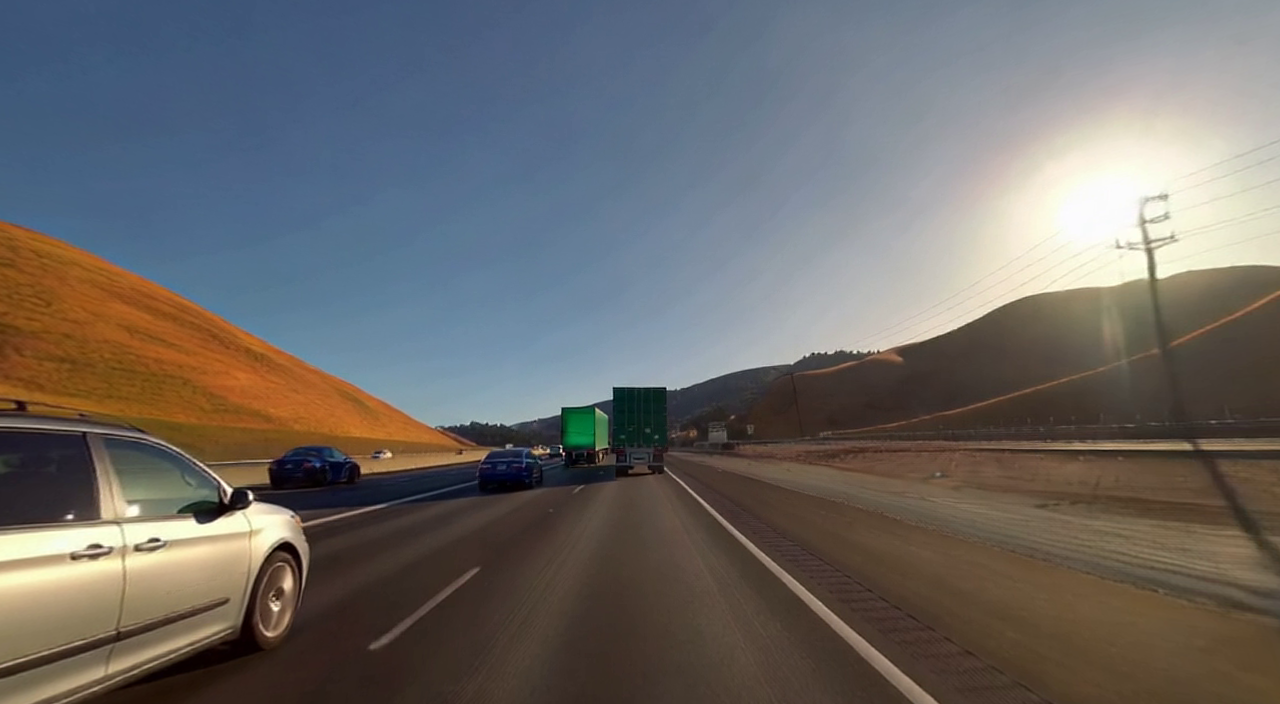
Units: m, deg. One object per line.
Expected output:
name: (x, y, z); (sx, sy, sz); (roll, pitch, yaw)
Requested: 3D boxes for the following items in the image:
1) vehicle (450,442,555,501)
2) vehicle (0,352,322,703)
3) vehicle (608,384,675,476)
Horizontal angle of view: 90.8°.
vehicle: (-3.699, 3.279, 17.765); (1.950, 1.446, 4.224); (0, -8, 1)
vehicle: (-4.071, 0.964, 3.382); (2.136, 1.779, 4.875); (0, -8, 1)
vehicle: (0.142, 4.193, 33.075); (2.913, 3.988, 10.874); (0, -8, 1)
